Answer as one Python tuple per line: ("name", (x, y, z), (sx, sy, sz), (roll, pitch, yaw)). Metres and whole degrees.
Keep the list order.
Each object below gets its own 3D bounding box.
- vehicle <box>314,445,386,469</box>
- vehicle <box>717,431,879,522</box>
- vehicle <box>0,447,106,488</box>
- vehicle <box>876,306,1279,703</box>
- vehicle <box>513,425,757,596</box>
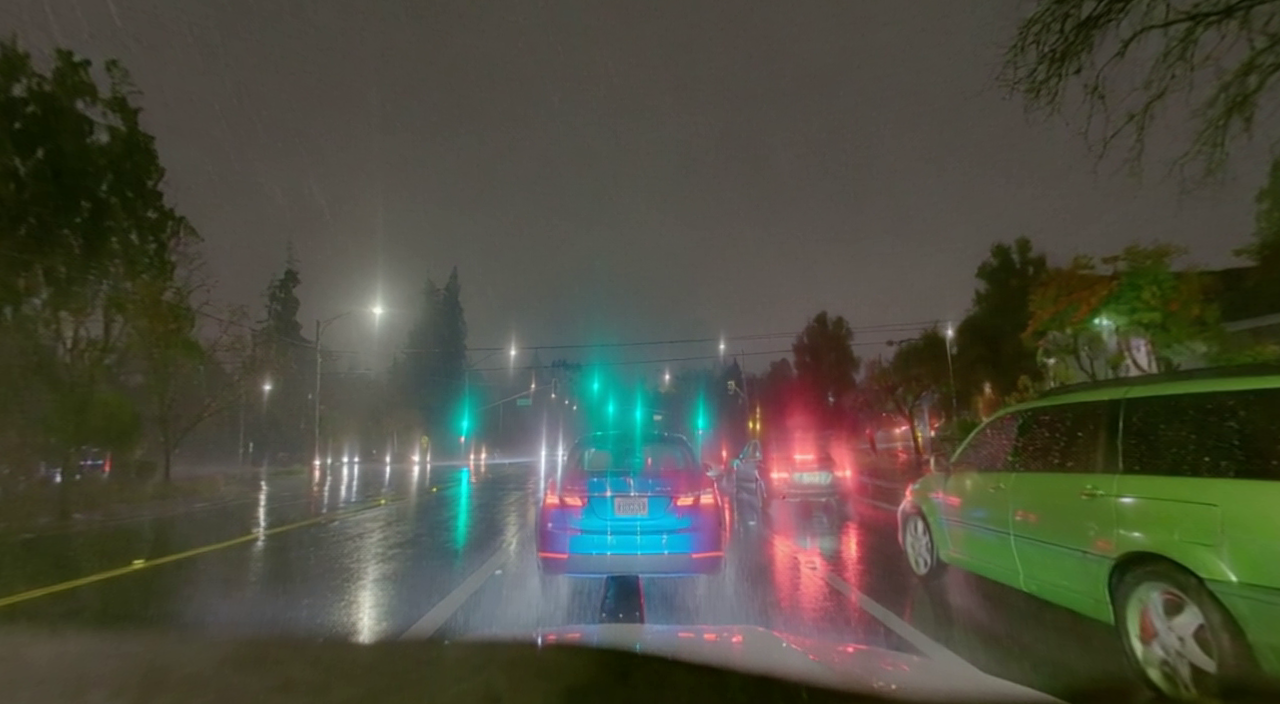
("vehicle", (-19.893, 7.201, 43.431), (3.957, 1.630, 1.881), (0, -8, 0))
("vehicle", (2.958, 2.437, 13.003), (1.971, 1.517, 4.521), (0, -8, -3))
("vehicle", (-22.523, 4.235, 23.310), (4.092, 1.438, 1.639), (-1, -8, 1))
("vehicle", (3.368, 0.966, 4.011), (2.006, 1.766, 4.345), (0, -8, -1))
("vehicle", (-0.085, 1.732, 7.810), (2.186, 1.500, 4.141), (0, -8, -1))
